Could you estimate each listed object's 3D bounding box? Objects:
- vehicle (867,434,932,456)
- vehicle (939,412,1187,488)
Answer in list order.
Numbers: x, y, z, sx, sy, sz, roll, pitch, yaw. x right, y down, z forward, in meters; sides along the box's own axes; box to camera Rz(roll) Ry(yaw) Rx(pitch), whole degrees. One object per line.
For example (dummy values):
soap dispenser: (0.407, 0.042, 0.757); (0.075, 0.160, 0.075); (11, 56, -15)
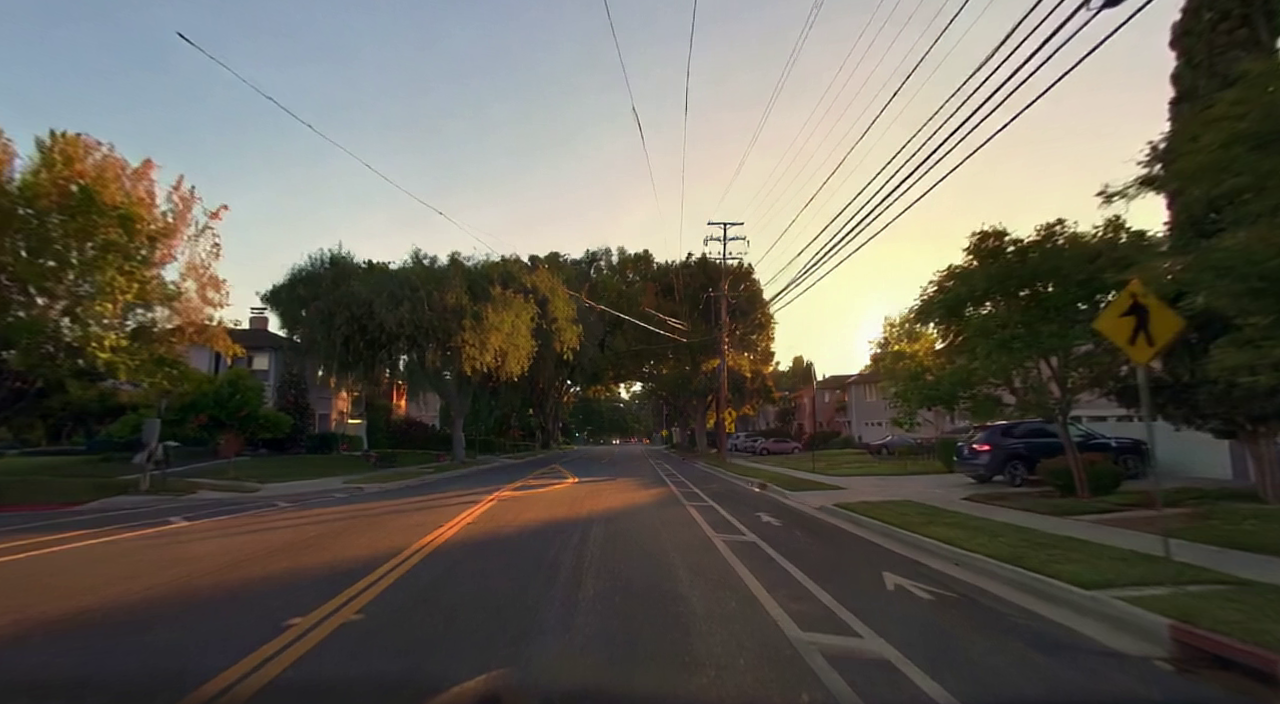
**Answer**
vehicle: (20.180, 7.231, 49.068); (3.943, 1.664, 2.391); (0, -8, -2)
vehicle: (10.875, 2.569, 16.545); (4.760, 1.808, 2.402); (0, -9, -2)
